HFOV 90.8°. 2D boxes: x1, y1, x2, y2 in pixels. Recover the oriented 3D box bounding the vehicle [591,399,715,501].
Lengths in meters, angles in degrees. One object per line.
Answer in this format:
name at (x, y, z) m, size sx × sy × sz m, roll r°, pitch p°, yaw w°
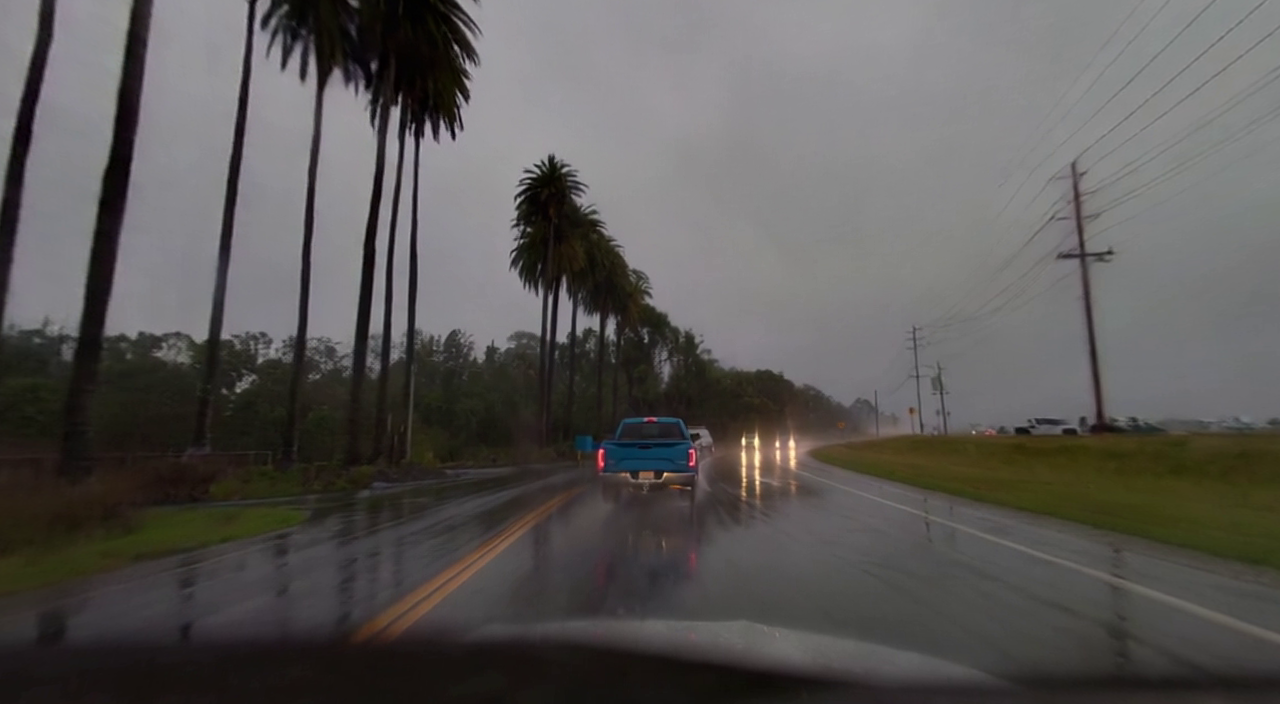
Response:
vehicle at (0.392, 2.572, 16.825) m, size 2.693 × 2.223 × 5.885 m, roll 0°, pitch -8°, yaw 2°
